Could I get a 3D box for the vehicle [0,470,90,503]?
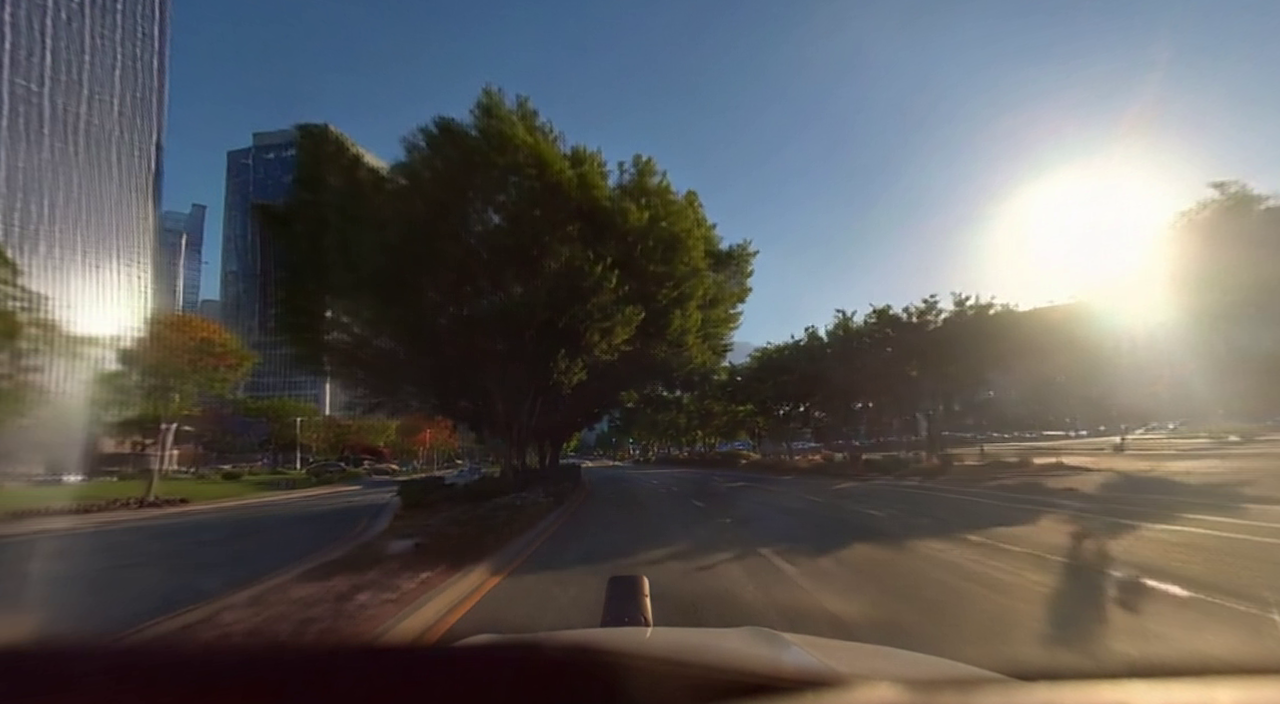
[{"bbox_3d":[-35.361,7.894,36.957,4.371,1.550,1.793,-2,-6,-7],"label":"vehicle"}]
